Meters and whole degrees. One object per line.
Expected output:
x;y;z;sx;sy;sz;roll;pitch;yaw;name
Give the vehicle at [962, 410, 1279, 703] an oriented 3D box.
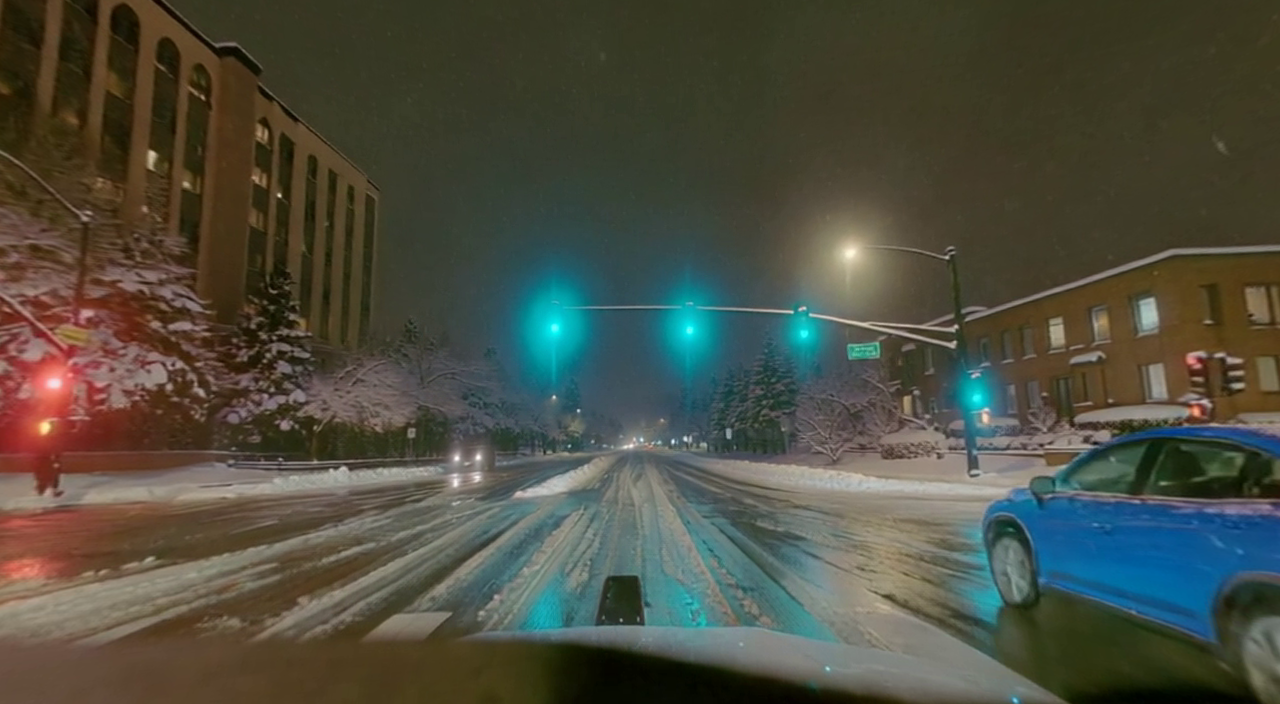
3.049;0.861;1.618;2.015;1.455;4.615;0;-9;0;vehicle
